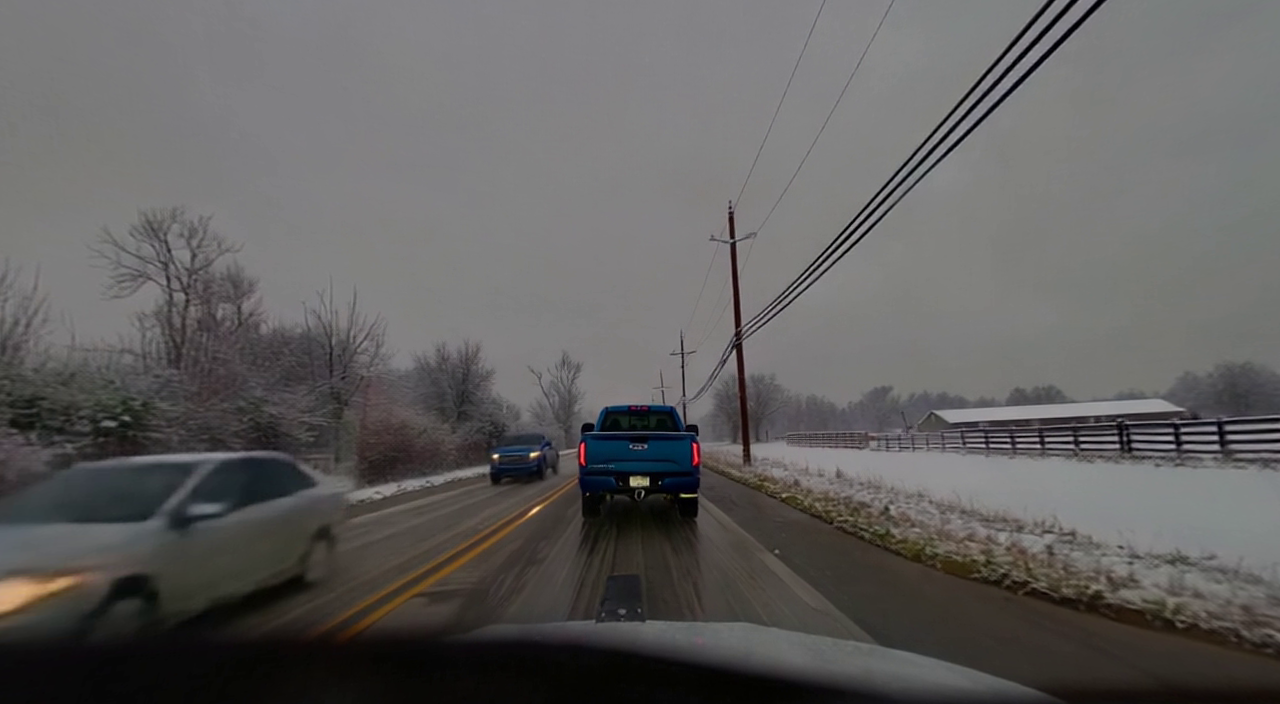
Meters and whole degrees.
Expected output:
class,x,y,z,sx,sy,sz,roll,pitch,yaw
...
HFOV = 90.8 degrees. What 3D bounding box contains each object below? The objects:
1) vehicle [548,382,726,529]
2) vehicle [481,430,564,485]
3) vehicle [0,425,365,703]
class,x,y,z,sx,sy,sz,roll,pitch,yaw
vehicle,-0.091,2.012,12.651,2.693,2.223,5.885,0,-8,-1
vehicle,-4.220,3.876,23.511,2.193,1.805,4.657,0,-8,0
vehicle,-4.071,1.361,4.844,1.974,1.455,4.289,0,-8,0
